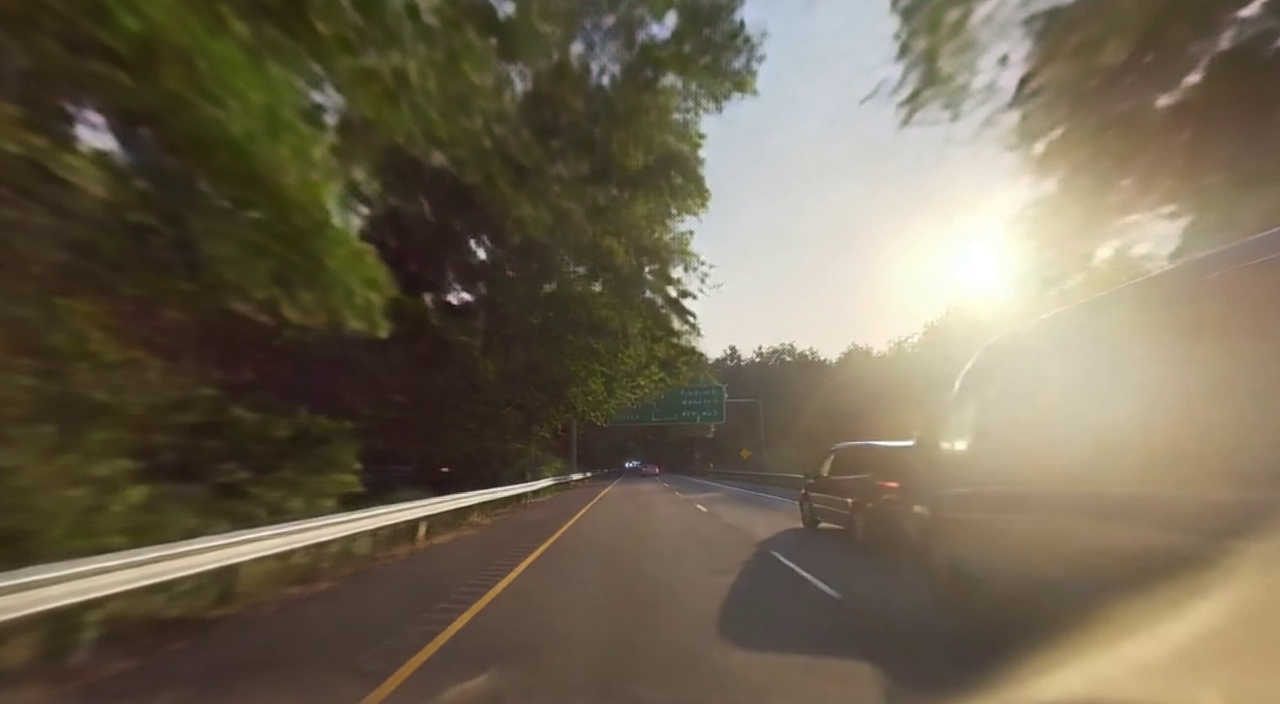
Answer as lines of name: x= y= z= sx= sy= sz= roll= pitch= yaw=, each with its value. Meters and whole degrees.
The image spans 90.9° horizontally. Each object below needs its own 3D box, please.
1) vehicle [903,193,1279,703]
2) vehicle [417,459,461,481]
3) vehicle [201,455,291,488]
vehicle: x=4.511 y=0.780 z=3.998 sx=2.737 sy=2.711 sz=6.687 roll=1 pitch=-11 yaw=0
vehicle: x=-14.915 y=8.783 z=46.982 sx=1.915 sy=1.493 sz=3.984 roll=1 pitch=-11 yaw=0
vehicle: x=-19.243 y=5.875 z=30.981 sx=1.756 sy=1.446 sz=4.027 roll=1 pitch=-11 yaw=0
